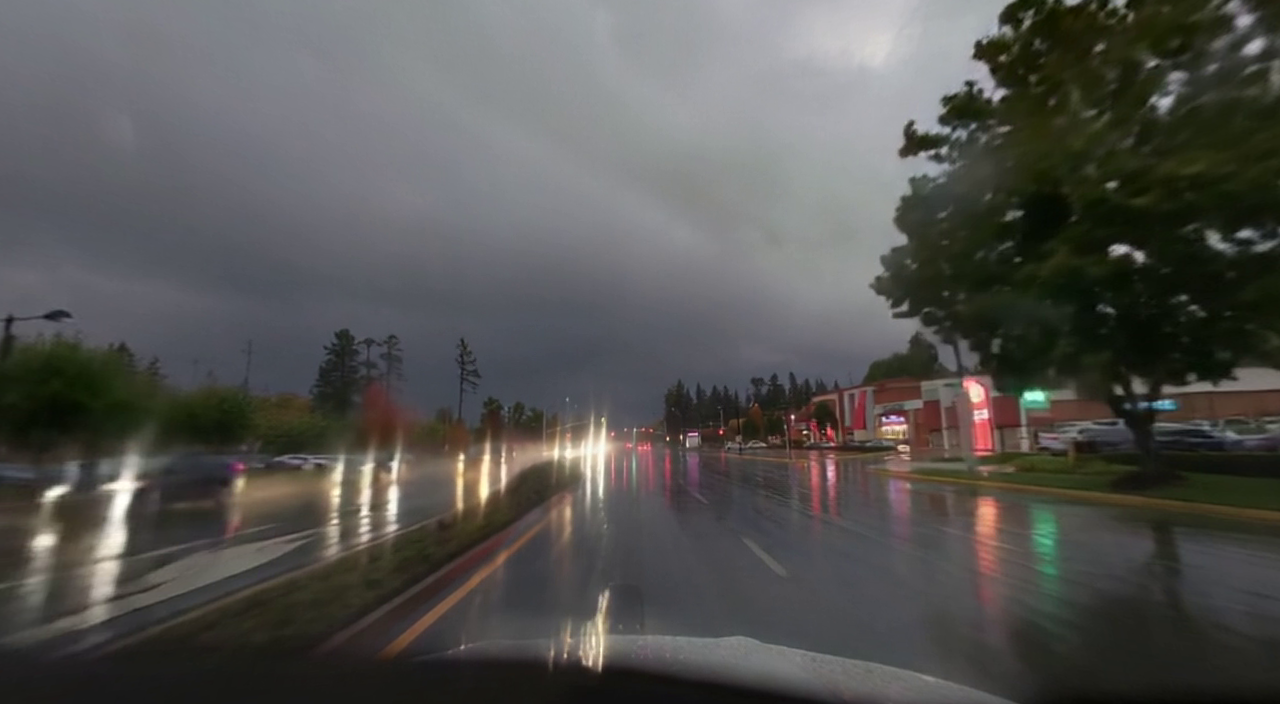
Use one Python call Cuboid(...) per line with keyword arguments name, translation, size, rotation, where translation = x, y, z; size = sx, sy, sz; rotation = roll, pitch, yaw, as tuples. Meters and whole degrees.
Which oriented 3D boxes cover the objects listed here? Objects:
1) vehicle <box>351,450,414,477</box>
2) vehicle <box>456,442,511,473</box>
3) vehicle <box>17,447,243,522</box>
Cuboid(name="vehicle", translation=(-15.220, 6.584, 37.632), size=(1.844, 1.472, 4.429), rotation=(0, -9, 0))
Cuboid(name="vehicle", translation=(-8.947, 6.070, 36.490), size=(2.043, 1.651, 4.441), rotation=(0, -9, 0))
Cuboid(name="vehicle", translation=(-11.848, 3.051, 15.171), size=(1.866, 1.518, 4.240), rotation=(0, -9, 0))
